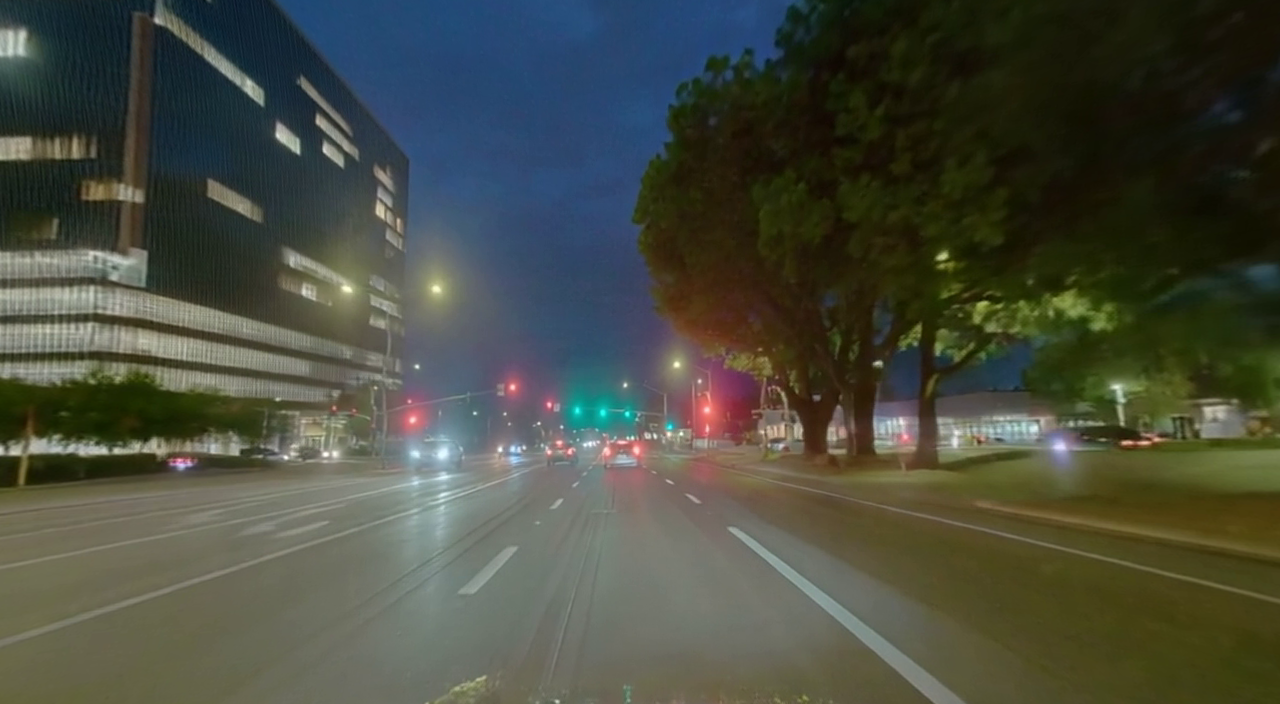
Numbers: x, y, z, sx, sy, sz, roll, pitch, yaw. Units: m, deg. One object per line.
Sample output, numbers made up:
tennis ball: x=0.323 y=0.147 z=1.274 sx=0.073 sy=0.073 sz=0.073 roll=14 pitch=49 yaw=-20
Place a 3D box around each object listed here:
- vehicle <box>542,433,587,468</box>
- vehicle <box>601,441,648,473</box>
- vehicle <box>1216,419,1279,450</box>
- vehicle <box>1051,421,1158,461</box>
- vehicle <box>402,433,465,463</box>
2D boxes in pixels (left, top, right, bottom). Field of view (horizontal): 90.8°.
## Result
vehicle: x=-4.125 y=5.454 z=35.178 sx=2.001 sy=1.784 sz=4.483 roll=0 pitch=-8 yaw=-1
vehicle: x=-0.778 y=4.963 z=30.093 sx=2.050 sy=1.385 sz=4.096 roll=0 pitch=-8 yaw=-2
vehicle: x=37.972 y=4.959 z=37.957 sx=4.381 sy=1.724 sz=2.037 roll=-2 pitch=-9 yaw=7
vehicle: x=20.966 y=3.989 z=28.779 sx=1.841 sy=1.555 sz=4.431 roll=-5 pitch=-6 yaw=7
vehicle: x=-16.118 y=7.587 z=49.943 sx=2.680 sy=2.131 sz=6.995 roll=-1 pitch=-8 yaw=-1
